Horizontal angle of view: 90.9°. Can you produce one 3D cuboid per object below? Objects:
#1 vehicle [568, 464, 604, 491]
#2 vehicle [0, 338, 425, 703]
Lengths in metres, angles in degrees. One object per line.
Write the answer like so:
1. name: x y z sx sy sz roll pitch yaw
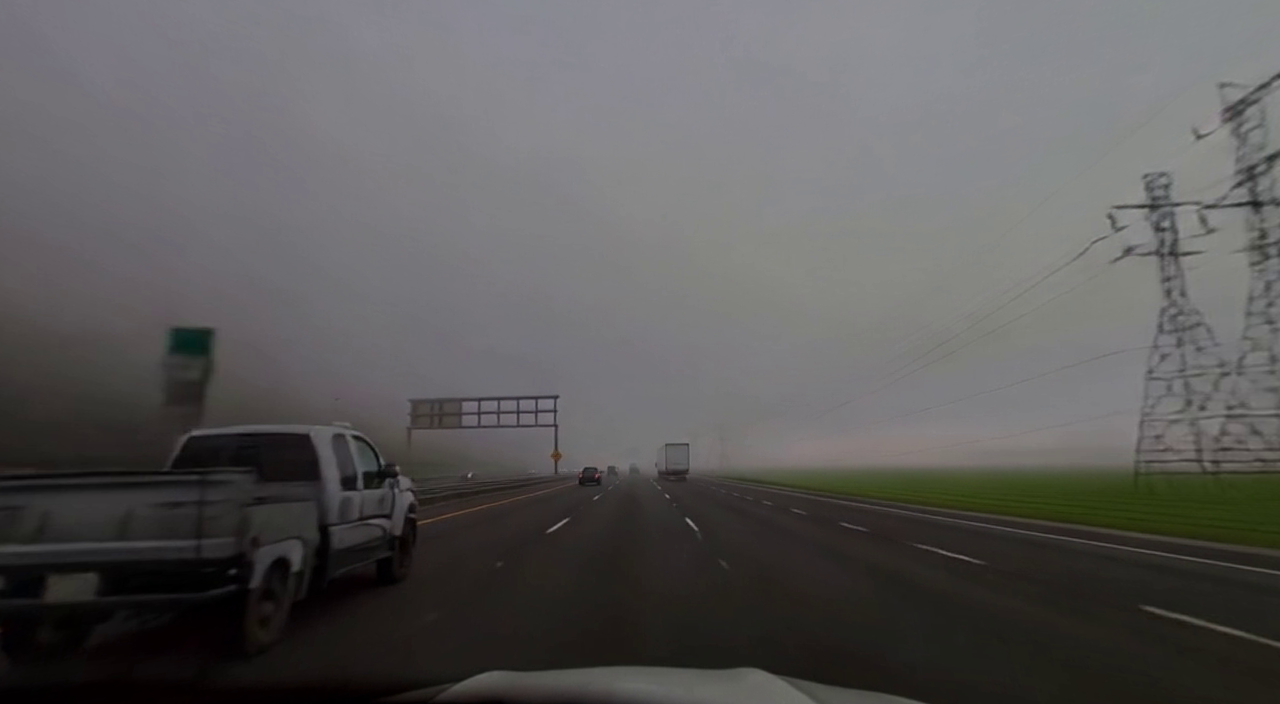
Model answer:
1. vehicle: -3.390 8.012 40.352 1.942 1.597 3.943 1 -11 0
2. vehicle: -3.274 1.185 4.291 2.065 1.722 4.441 1 -11 -1
